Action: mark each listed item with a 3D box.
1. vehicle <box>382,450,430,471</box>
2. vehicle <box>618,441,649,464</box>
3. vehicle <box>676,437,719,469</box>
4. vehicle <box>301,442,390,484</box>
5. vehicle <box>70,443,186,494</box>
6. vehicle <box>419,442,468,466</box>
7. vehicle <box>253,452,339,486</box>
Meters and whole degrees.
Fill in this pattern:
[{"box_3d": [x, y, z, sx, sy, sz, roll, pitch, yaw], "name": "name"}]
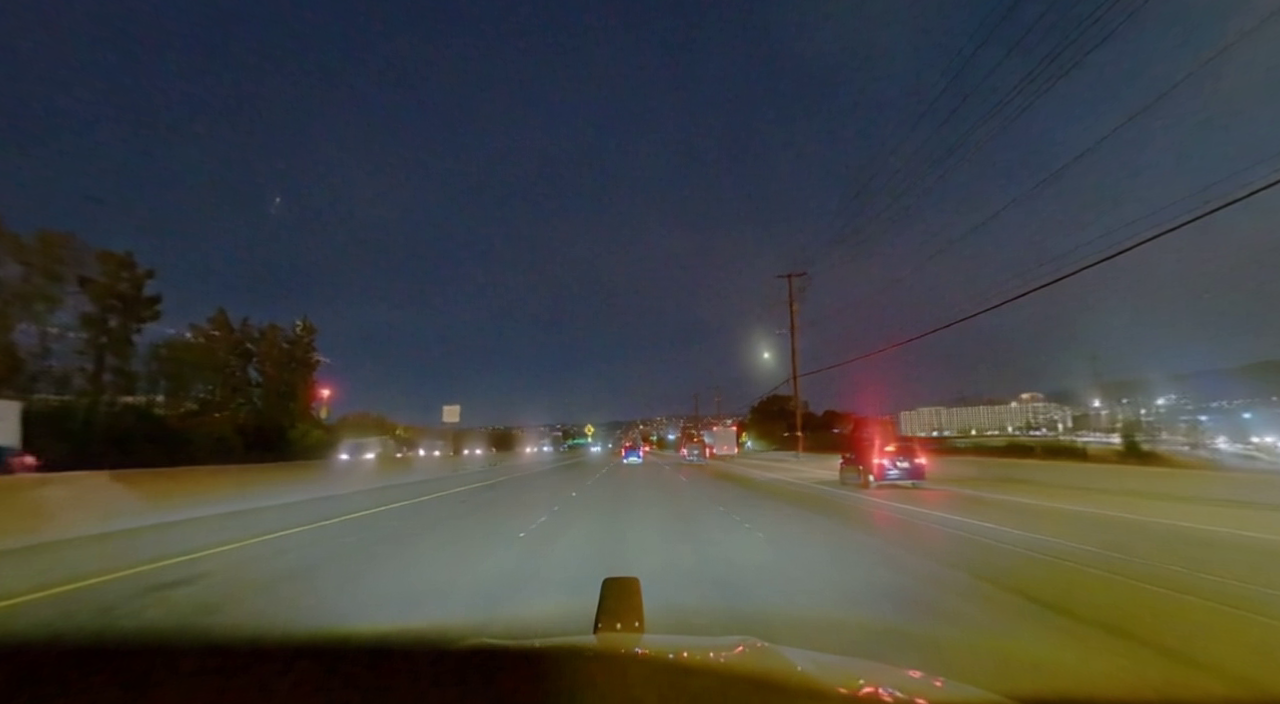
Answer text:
[{"box_3d": [-17.559, 8.180, 47.635, 1.847, 1.485, 4.729, 0, -9, 0], "name": "vehicle"}, {"box_3d": [-0.491, 7.755, 48.844, 2.325, 1.712, 4.592, 0, -9, 0], "name": "vehicle"}, {"box_3d": [3.423, 6.136, 38.423, 2.036, 1.796, 4.470, 0, -9, -2], "name": "vehicle"}, {"box_3d": [-13.846, 5.217, 30.034, 1.962, 1.792, 4.576, 0, -9, 0], "name": "vehicle"}, {"box_3d": [-35.198, 7.970, 43.796, 2.616, 3.213, 6.631, 1, -9, -3], "name": "vehicle"}, {"box_3d": [-13.593, 7.077, 43.913, 1.941, 1.539, 4.406, 0, -9, 1], "name": "vehicle"}, {"box_3d": [-16.927, 5.734, 31.292, 1.957, 1.516, 3.844, 1, -8, 2], "name": "vehicle"}]
